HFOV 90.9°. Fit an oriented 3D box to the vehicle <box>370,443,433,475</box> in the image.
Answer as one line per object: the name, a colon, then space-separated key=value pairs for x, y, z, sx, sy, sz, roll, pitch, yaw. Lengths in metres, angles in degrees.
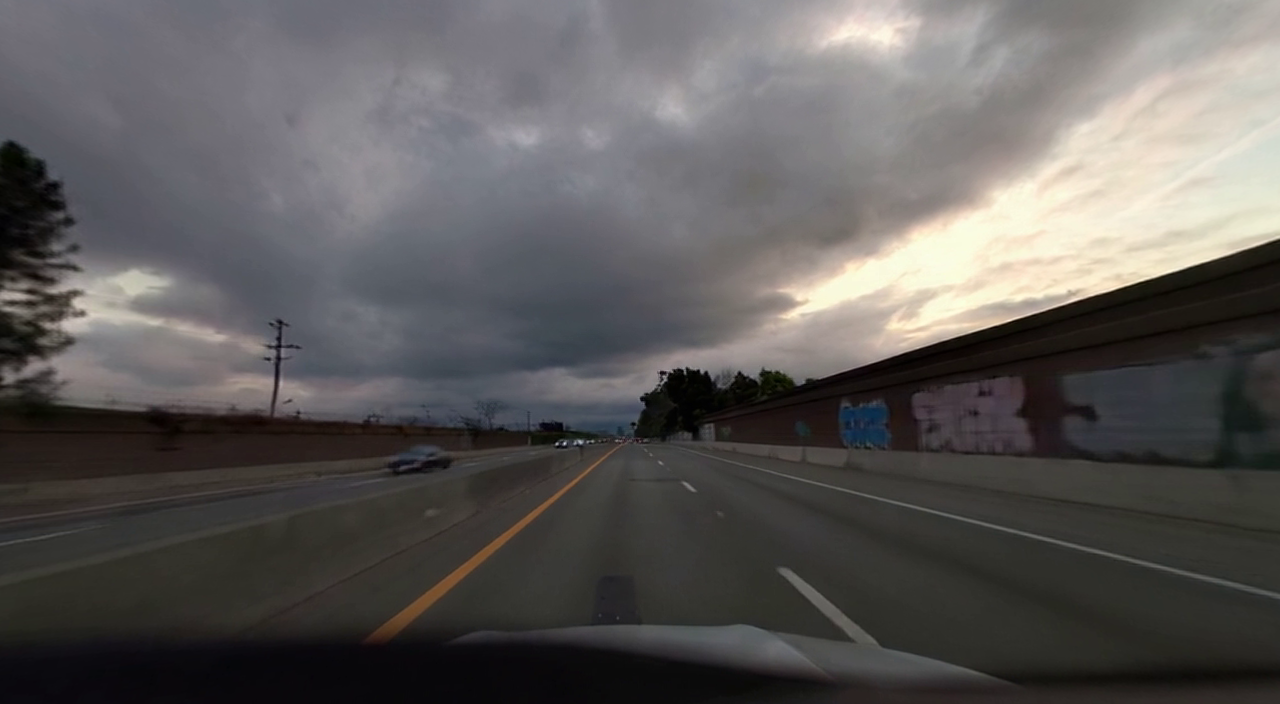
vehicle: x=-13.027 y=5.841 z=34.743 sx=1.809 sy=1.557 sz=4.394 roll=0 pitch=-8 yaw=-1
